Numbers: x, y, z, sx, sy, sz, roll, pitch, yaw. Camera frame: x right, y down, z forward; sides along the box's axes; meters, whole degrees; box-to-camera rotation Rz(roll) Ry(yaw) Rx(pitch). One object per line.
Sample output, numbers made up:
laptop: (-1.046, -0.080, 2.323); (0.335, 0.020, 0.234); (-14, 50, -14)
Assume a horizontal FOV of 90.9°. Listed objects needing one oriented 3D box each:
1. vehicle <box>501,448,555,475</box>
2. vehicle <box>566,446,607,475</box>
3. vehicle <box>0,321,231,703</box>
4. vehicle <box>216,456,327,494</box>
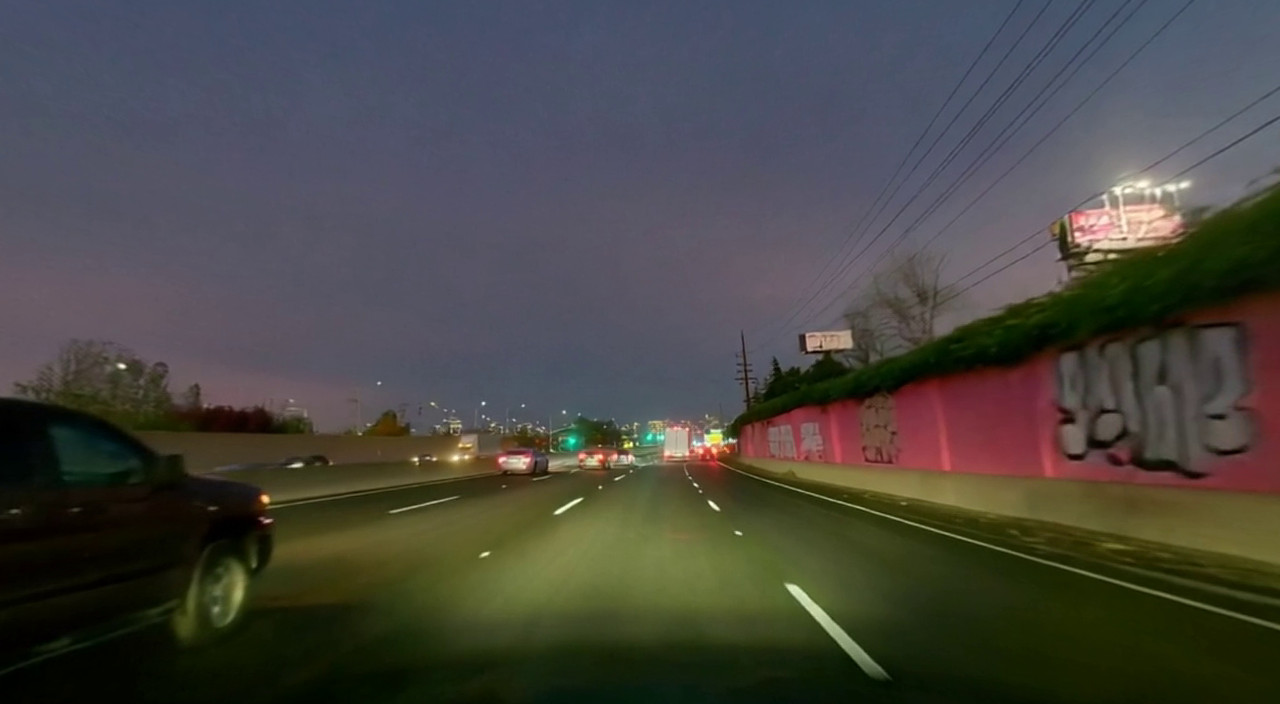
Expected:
vehicle: (-6.650, 6.538, 37.950); (2.142, 1.503, 4.767); (-1, -9, 3)
vehicle: (-3.085, 6.371, 37.246); (1.966, 1.565, 3.766); (-1, -9, 2)
vehicle: (-3.814, 0.665, 1.712); (2.136, 1.865, 4.722); (-1, -9, 1)
vehicle: (-16.110, 5.383, 27.892); (1.923, 1.459, 4.561); (-1, -9, 4)
